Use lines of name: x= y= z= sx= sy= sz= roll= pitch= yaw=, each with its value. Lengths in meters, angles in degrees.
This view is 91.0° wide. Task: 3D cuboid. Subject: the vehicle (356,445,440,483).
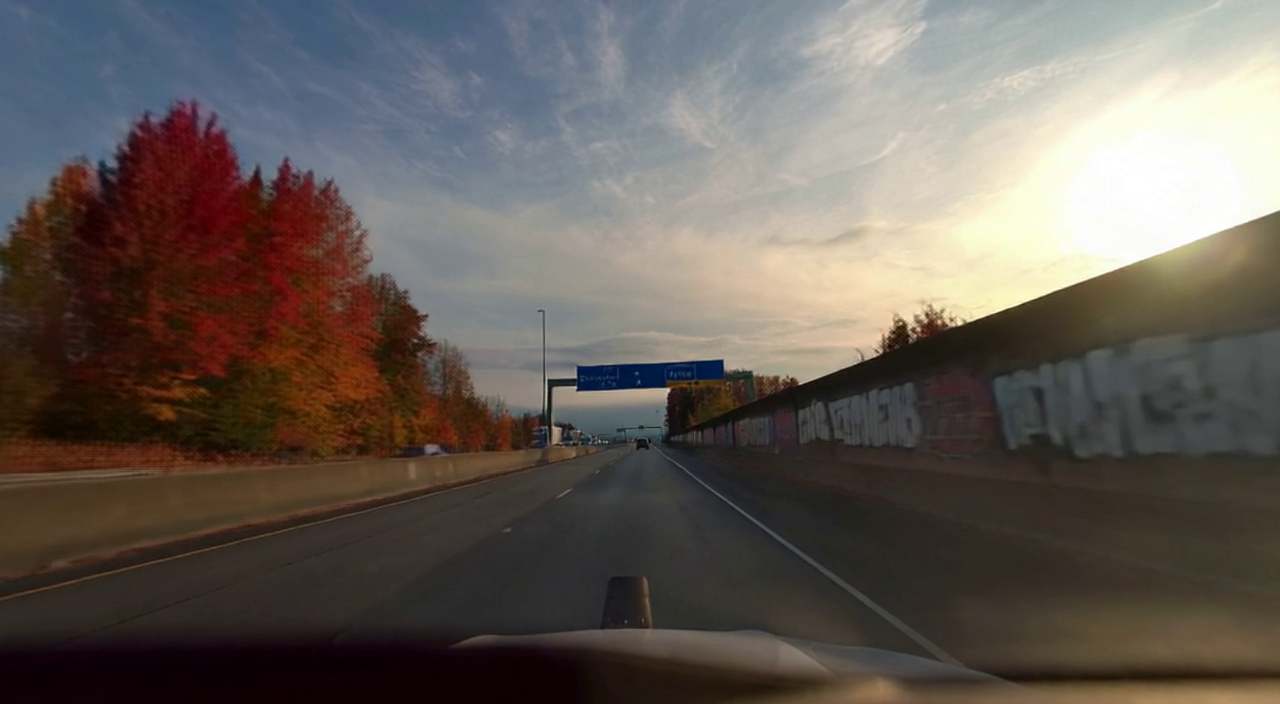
vehicle: x=-10.532 y=4.871 z=27.755 sx=1.863 sy=1.487 sz=4.505 roll=0 pitch=-8 yaw=1
